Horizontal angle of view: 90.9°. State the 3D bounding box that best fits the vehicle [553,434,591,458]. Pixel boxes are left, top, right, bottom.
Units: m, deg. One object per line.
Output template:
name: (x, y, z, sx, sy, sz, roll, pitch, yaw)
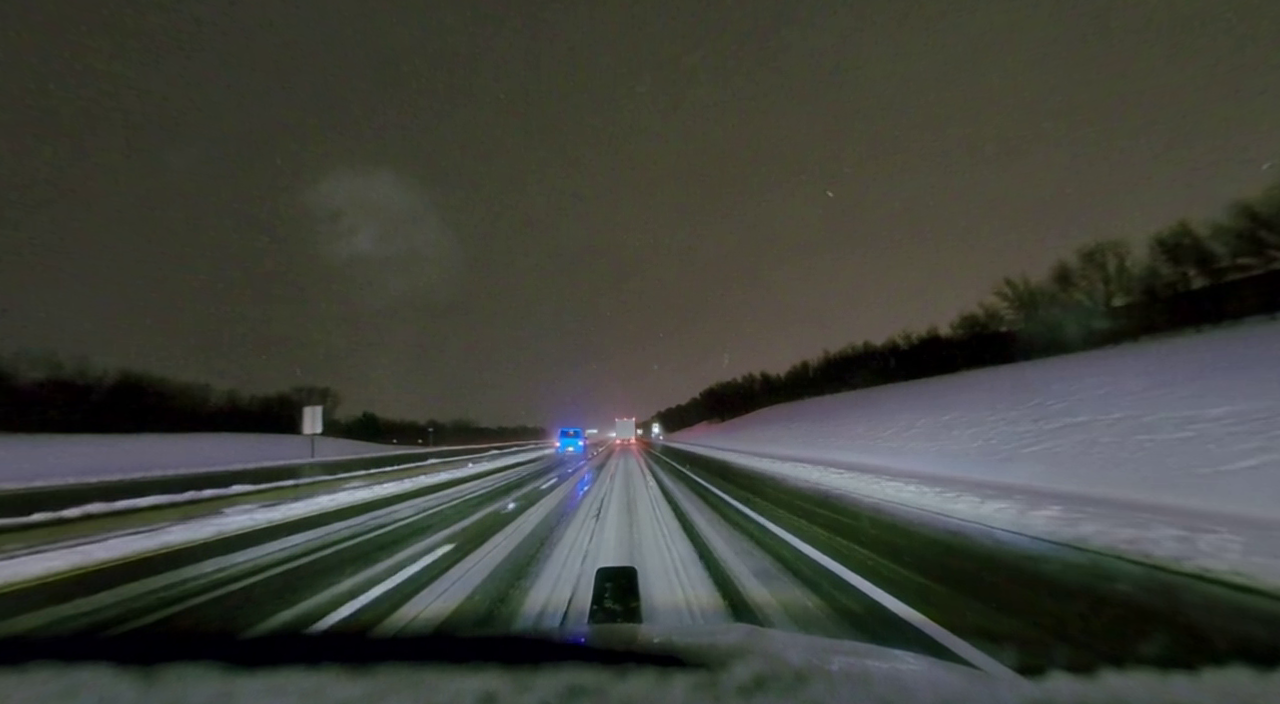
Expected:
vehicle: (-4.710, 6.583, 44.281, 2.302, 1.523, 4.383, 0, -8, -1)
